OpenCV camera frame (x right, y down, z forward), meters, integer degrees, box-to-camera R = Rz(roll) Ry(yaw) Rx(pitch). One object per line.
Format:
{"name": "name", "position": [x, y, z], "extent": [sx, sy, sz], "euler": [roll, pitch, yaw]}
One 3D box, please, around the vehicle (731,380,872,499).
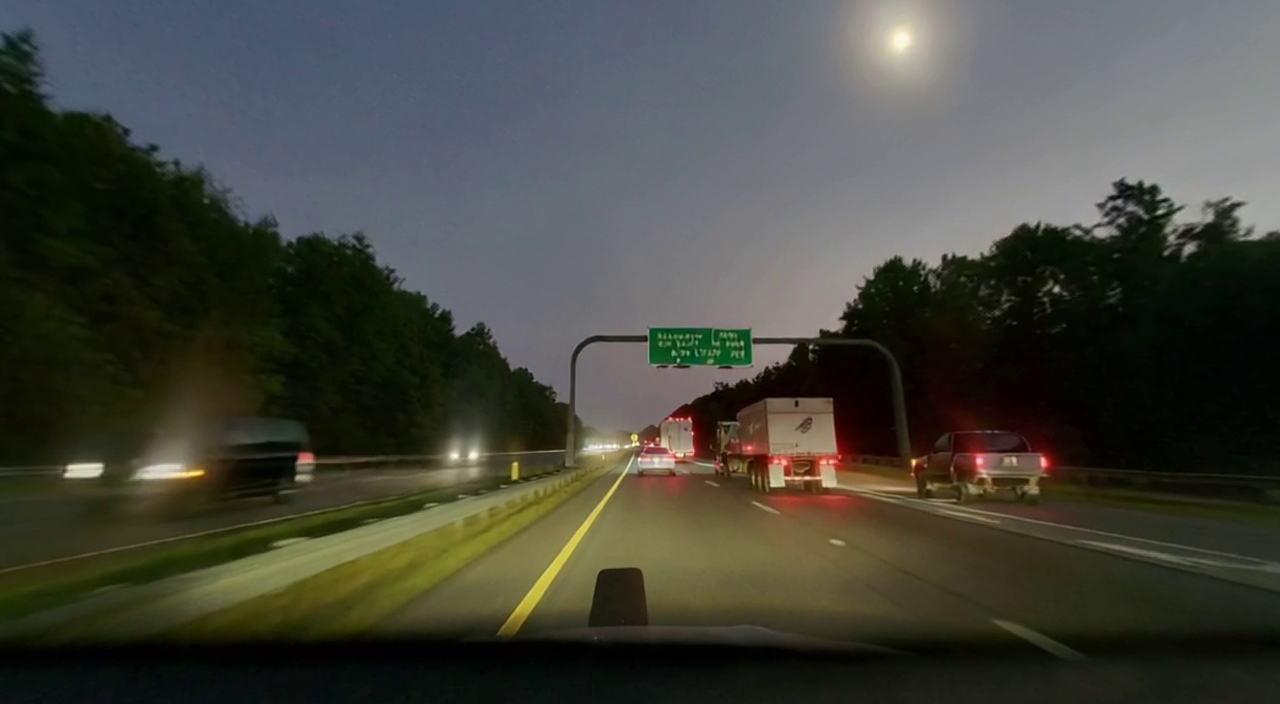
{"name": "vehicle", "position": [5.000, 2.984, 21.275], "extent": [2.600, 3.282, 7.635], "euler": [0, -9, -1]}

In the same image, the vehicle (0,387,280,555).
{"name": "vehicle", "position": [-7.580, 1.635, 9.177], "extent": [2.015, 1.839, 4.385], "euler": [0, -9, 0]}

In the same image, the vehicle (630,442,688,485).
{"name": "vehicle", "position": [0.656, 4.334, 24.835], "extent": [2.069, 1.523, 4.012], "euler": [0, -9, -1]}

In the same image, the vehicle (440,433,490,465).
{"name": "vehicle", "position": [-11.744, 6.560, 42.604], "extent": [2.056, 2.054, 4.765], "euler": [0, -9, 0]}
